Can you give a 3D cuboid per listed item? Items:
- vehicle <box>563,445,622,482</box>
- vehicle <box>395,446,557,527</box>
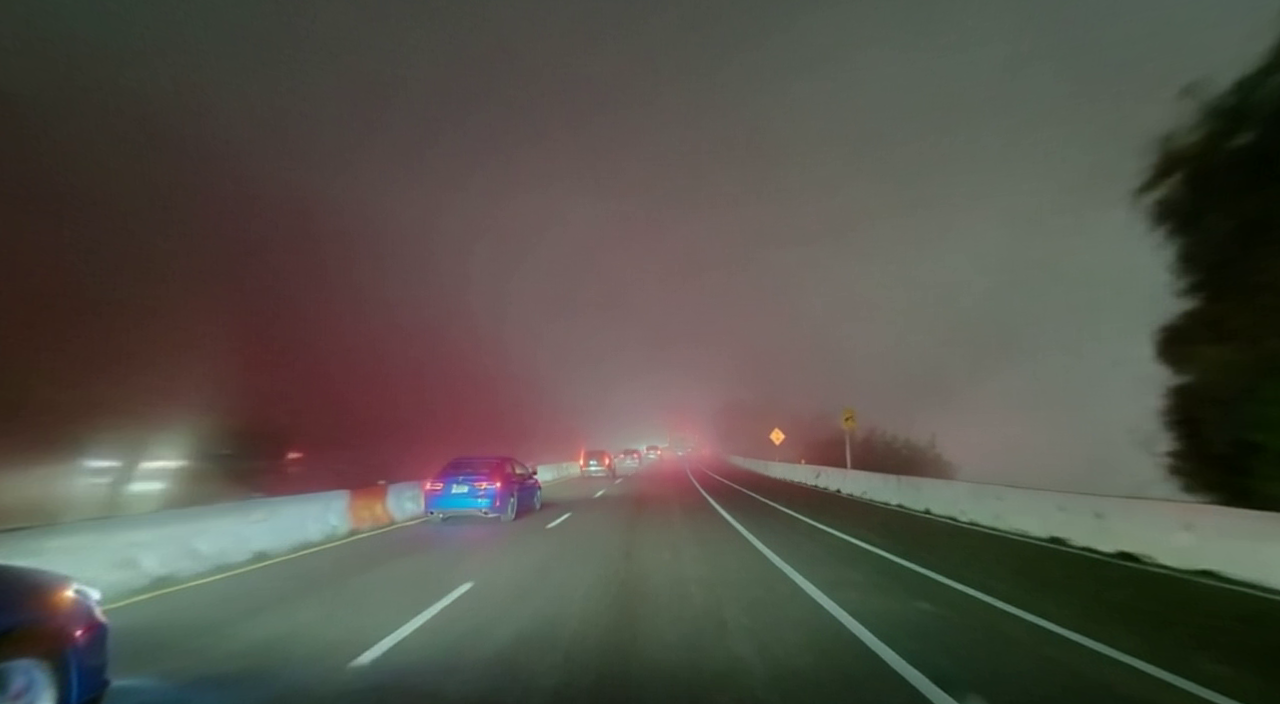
[{"bbox_3d":[-1.961,4.800,27.443,2.094,1.480,4.124,0,-9,2],"label":"vehicle"},{"bbox_3d":[-3.004,2.554,12.508,2.061,1.330,3.928,0,-9,2],"label":"vehicle"}]
